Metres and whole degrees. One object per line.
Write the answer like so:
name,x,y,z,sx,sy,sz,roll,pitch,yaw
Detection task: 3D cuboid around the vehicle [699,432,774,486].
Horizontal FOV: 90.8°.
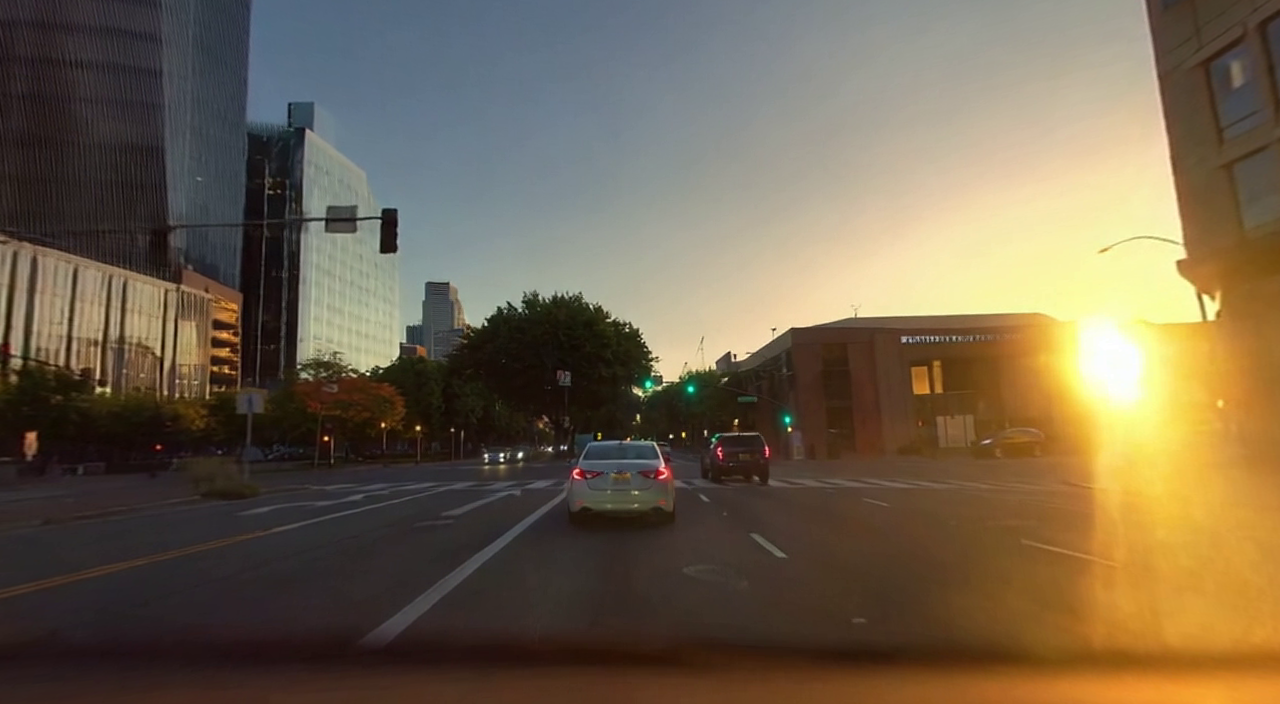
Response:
vehicle,3.425,3.860,23.310,2.078,1.799,4.089,1,-7,-1

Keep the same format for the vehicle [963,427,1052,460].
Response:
vehicle,24.149,6.065,41.634,4.384,2.000,2.345,1,-11,-4

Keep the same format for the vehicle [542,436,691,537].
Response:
vehicle,-0.375,2.208,11.147,2.144,1.398,3.963,1,-7,-1
